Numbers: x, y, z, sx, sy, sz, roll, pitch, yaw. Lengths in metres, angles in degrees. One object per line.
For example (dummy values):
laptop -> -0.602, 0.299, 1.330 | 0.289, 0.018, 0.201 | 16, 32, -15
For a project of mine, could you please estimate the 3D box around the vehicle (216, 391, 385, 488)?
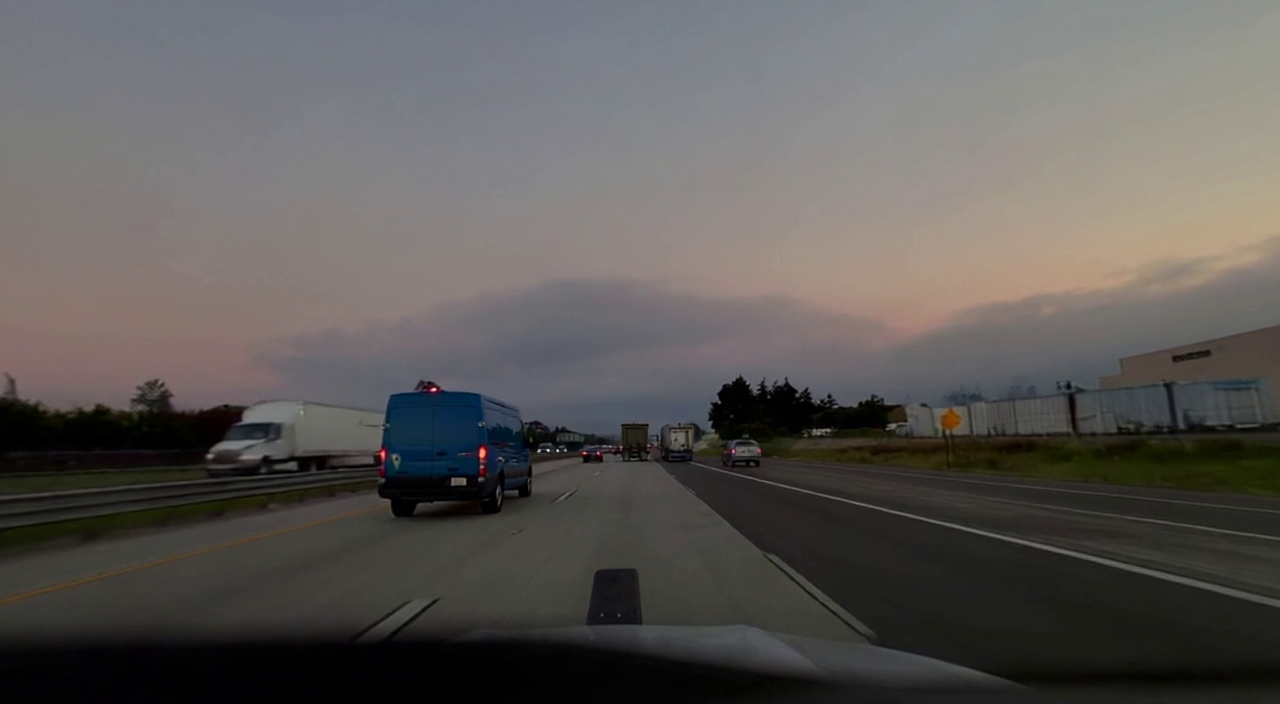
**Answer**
vehicle -> -16.238, 4.397, 31.424 | 3.117, 4.010, 9.274 | -1, -9, 1

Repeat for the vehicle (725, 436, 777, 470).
vehicle -> 6.912, 6.384, 40.168 | 2.216, 1.918, 5.742 | 0, -9, 0

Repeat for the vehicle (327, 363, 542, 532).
vehicle -> -3.993, 2.108, 14.146 | 2.557, 2.855, 6.674 | 0, -9, 0
